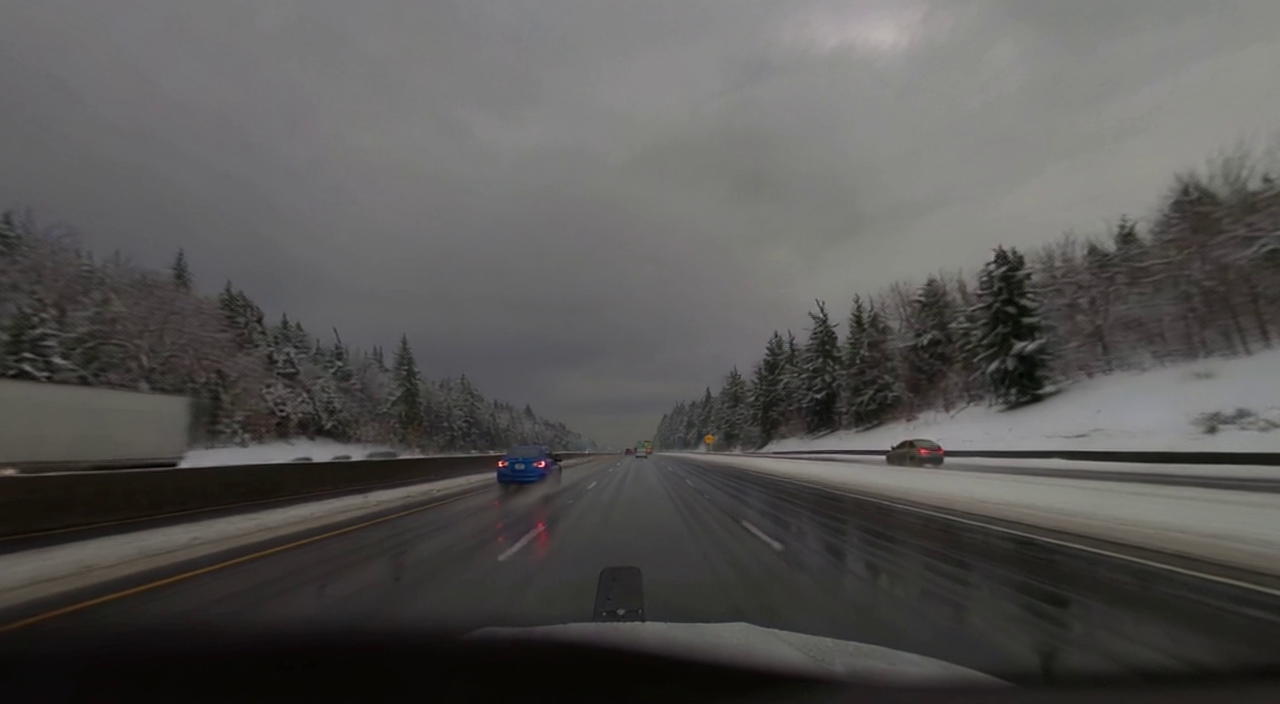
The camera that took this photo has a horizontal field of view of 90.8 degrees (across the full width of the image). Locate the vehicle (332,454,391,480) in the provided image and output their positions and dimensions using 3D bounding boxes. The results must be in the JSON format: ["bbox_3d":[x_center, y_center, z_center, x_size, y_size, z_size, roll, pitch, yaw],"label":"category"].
[{"bbox_3d":[-16.387,6.757,37.321,1.783,1.422,3.745,0,-9,0],"label":"vehicle"}]

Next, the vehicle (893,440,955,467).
[{"bbox_3d":[18.501,6.660,41.333,1.925,1.648,4.367,0,-9,-1],"label":"vehicle"}]

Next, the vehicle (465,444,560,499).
[{"bbox_3d":[-3.673,3.541,19.057,1.873,1.438,4.546,0,-9,1],"label":"vehicle"}]

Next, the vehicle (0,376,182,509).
[{"bbox_3d":[-20.491,2.859,19.789,3.002,3.888,12.377,0,-9,0],"label":"vehicle"}]
